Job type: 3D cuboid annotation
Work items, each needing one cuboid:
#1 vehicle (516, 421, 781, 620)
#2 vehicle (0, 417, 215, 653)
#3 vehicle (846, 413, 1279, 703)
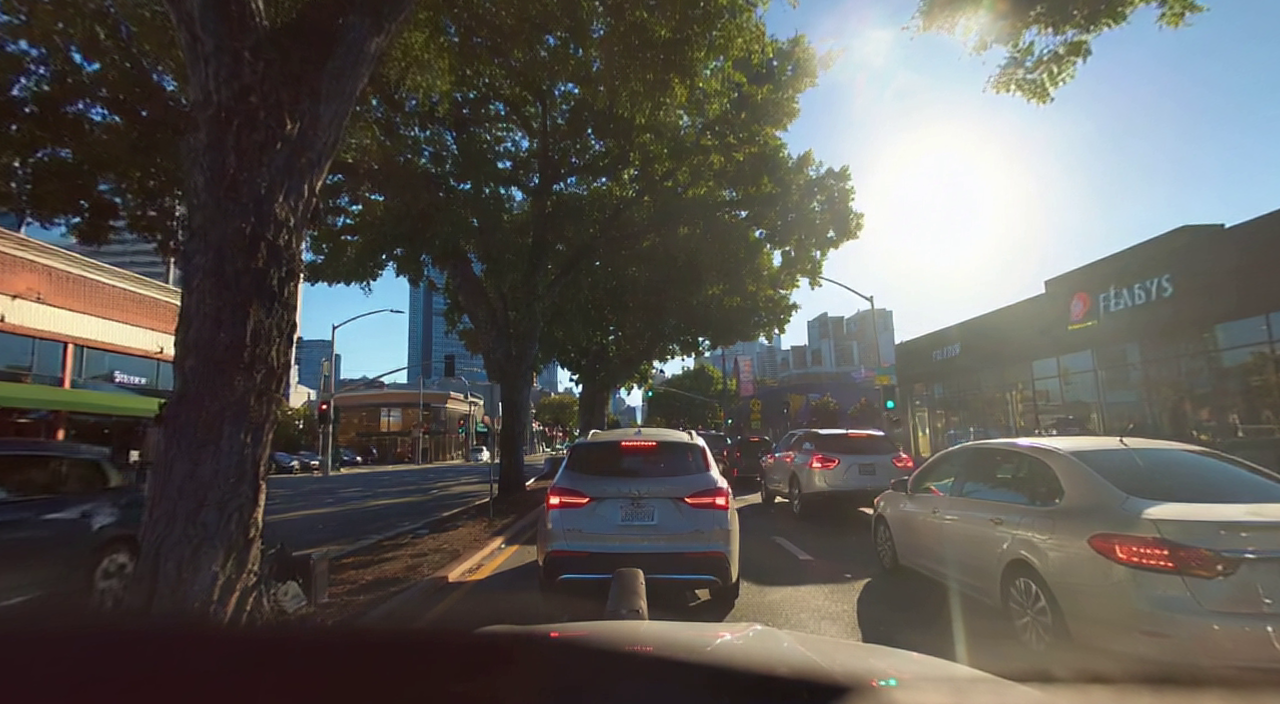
[{"bbox_3d":[0.059,1.546,6.630,2.006,1.487,3.535,0,-9,0],"label":"vehicle"},{"bbox_3d":[-5.173,1.160,3.824,1.898,1.542,4.689,0,-9,1],"label":"vehicle"},{"bbox_3d":[3.402,1.368,5.311,1.988,1.480,4.195,0,-9,1],"label":"vehicle"}]
